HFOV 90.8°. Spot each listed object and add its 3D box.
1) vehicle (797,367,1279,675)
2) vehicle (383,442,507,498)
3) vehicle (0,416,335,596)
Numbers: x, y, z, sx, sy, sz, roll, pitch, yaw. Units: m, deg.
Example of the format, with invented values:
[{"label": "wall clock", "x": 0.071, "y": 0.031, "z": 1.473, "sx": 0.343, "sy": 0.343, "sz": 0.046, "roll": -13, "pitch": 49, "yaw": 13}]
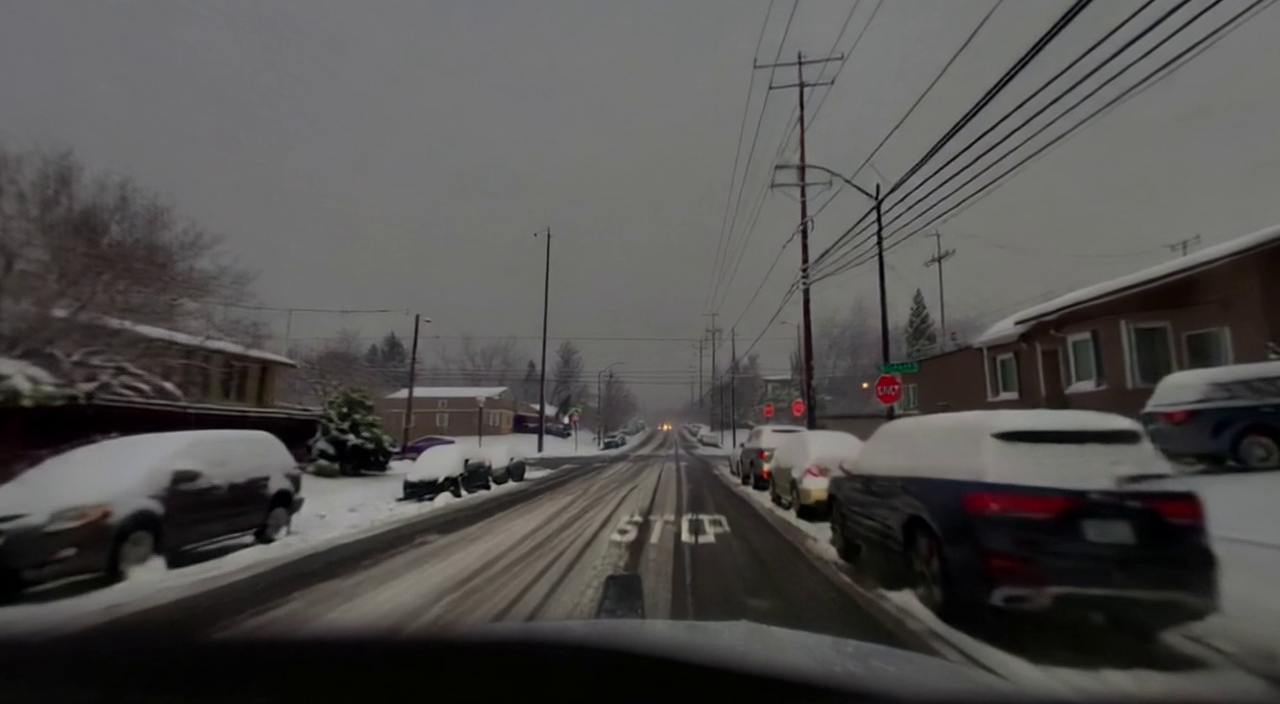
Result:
[{"label": "vehicle", "x": 3.324, "y": 1.370, "z": 6.398, "sx": 2.337, "sy": 1.838, "sz": 5.029, "roll": 0, "pitch": -8, "yaw": 2}, {"label": "vehicle", "x": -5.548, "y": 3.395, "z": 18.676, "sx": 2.098, "sy": 1.454, "sz": 4.449, "roll": 0, "pitch": -8, "yaw": 2}, {"label": "vehicle", "x": -6.197, "y": 1.834, "z": 8.454, "sx": 1.917, "sy": 1.759, "sz": 4.226, "roll": -1, "pitch": -8, "yaw": 3}]
